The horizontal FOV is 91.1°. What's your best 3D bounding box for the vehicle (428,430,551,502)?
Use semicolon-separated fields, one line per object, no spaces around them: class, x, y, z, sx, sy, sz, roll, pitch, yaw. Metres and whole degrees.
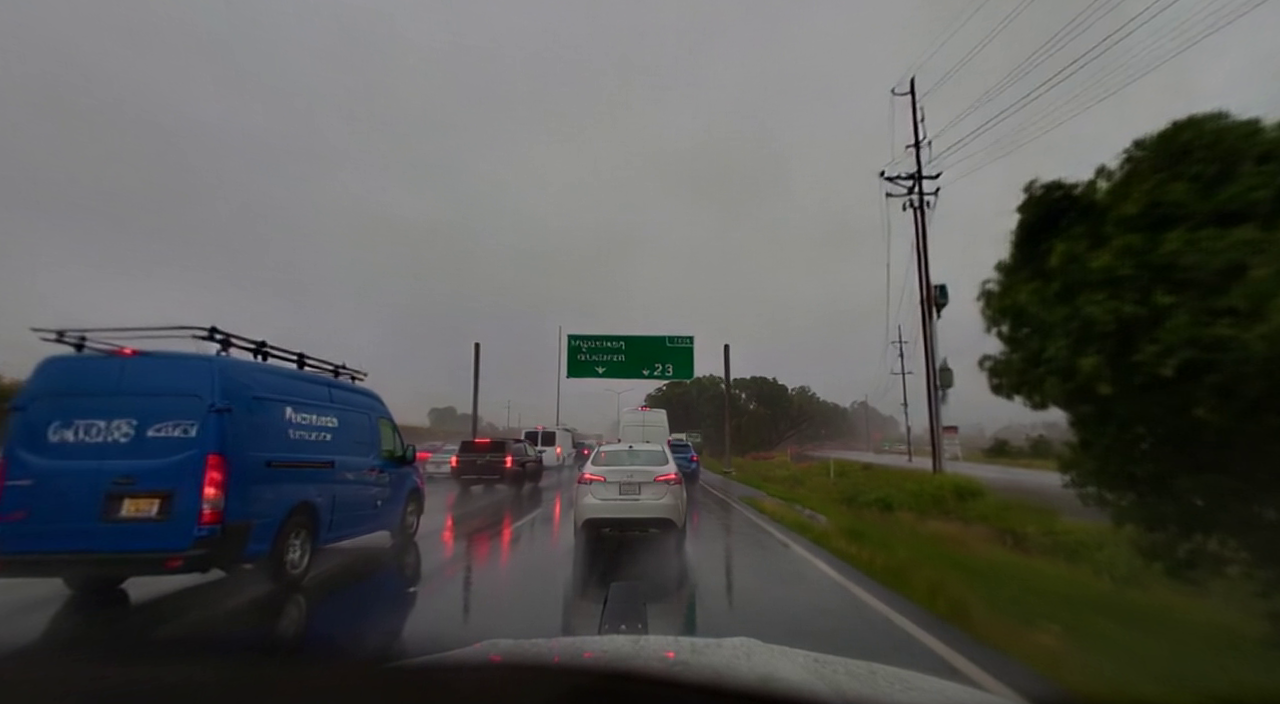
vehicle;-3.846;3.003;16.977;2.114;1.657;4.432;0;-8;2

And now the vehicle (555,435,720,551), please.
vehicle;-0.050;2.071;9.951;2.054;1.421;4.090;0;-8;-1

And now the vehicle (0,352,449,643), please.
vehicle;-3.857;1.306;6.596;2.142;1.952;4.556;0;-8;1
